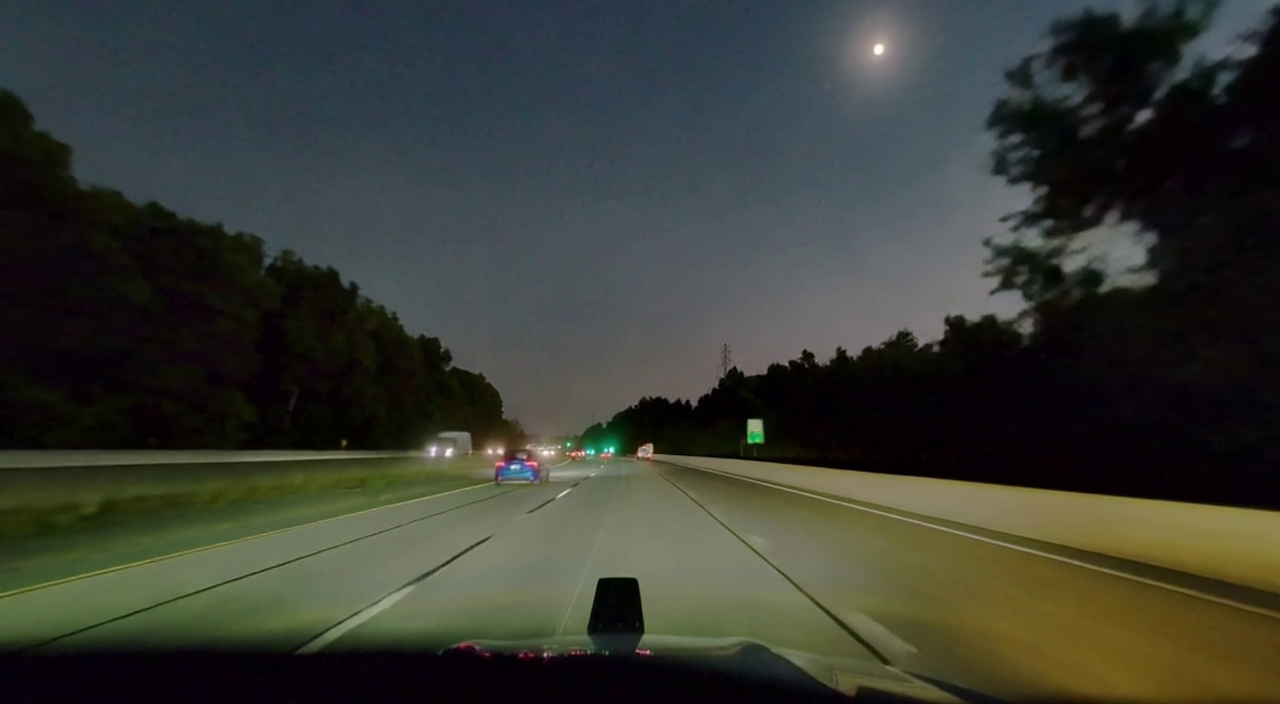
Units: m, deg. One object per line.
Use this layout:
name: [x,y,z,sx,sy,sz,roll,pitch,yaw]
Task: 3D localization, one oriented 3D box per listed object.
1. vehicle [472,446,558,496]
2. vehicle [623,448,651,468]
vehicle: [-4.101,3.963,21.536,1.957,1.499,4.965,0,-9,0]
vehicle: [-0.277,8.193,48.895,2.031,1.483,3.417,0,-9,-2]
